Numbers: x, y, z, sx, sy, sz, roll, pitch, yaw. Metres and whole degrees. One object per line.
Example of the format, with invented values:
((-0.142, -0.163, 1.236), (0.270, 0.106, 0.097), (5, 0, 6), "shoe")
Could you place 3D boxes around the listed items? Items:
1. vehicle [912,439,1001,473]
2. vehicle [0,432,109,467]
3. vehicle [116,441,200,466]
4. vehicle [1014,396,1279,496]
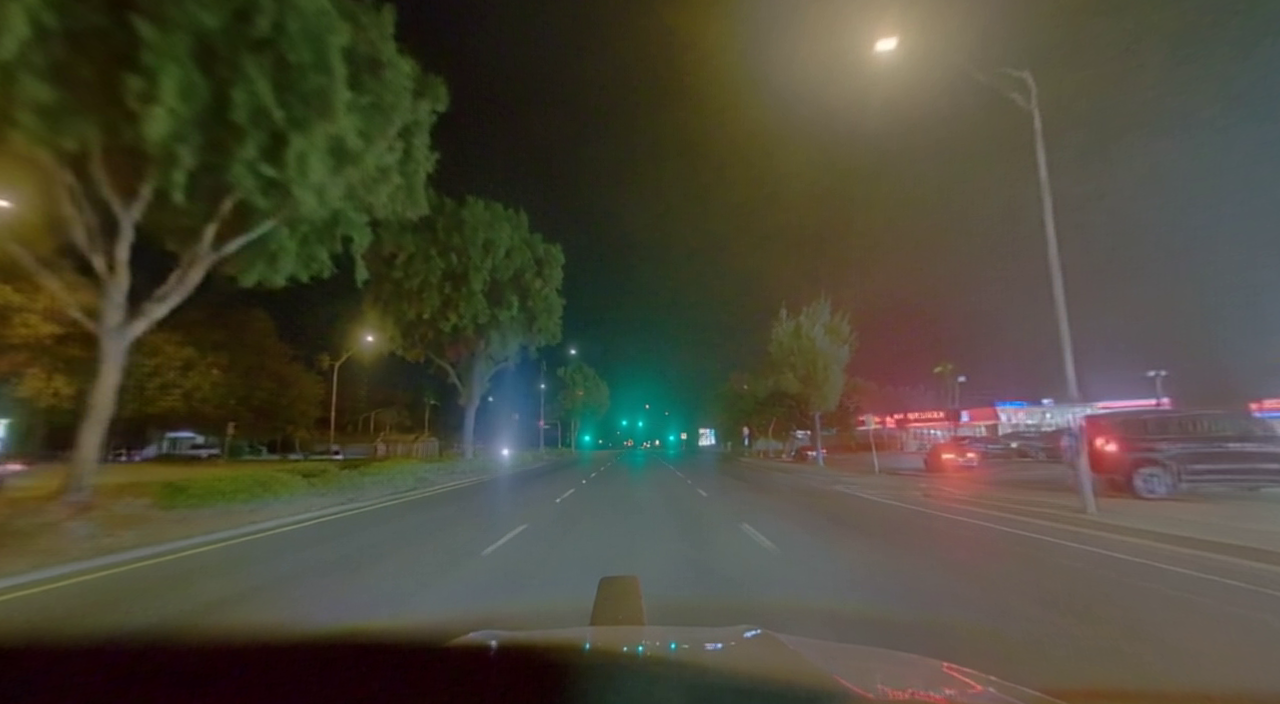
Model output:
((14.870, 4.887, 29.976), (1.920, 1.471, 4.516), (0, -8, 1), "vehicle")
((-35.863, 5.825, 37.910), (2.667, 1.929, 6.076), (-1, -8, 0), "vehicle")
((-31.866, 6.711, 41.822), (3.894, 1.590, 1.908), (0, -8, -2), "vehicle")
((13.320, 2.360, 15.930), (6.063, 2.313, 2.534), (0, -8, 1), "vehicle")
